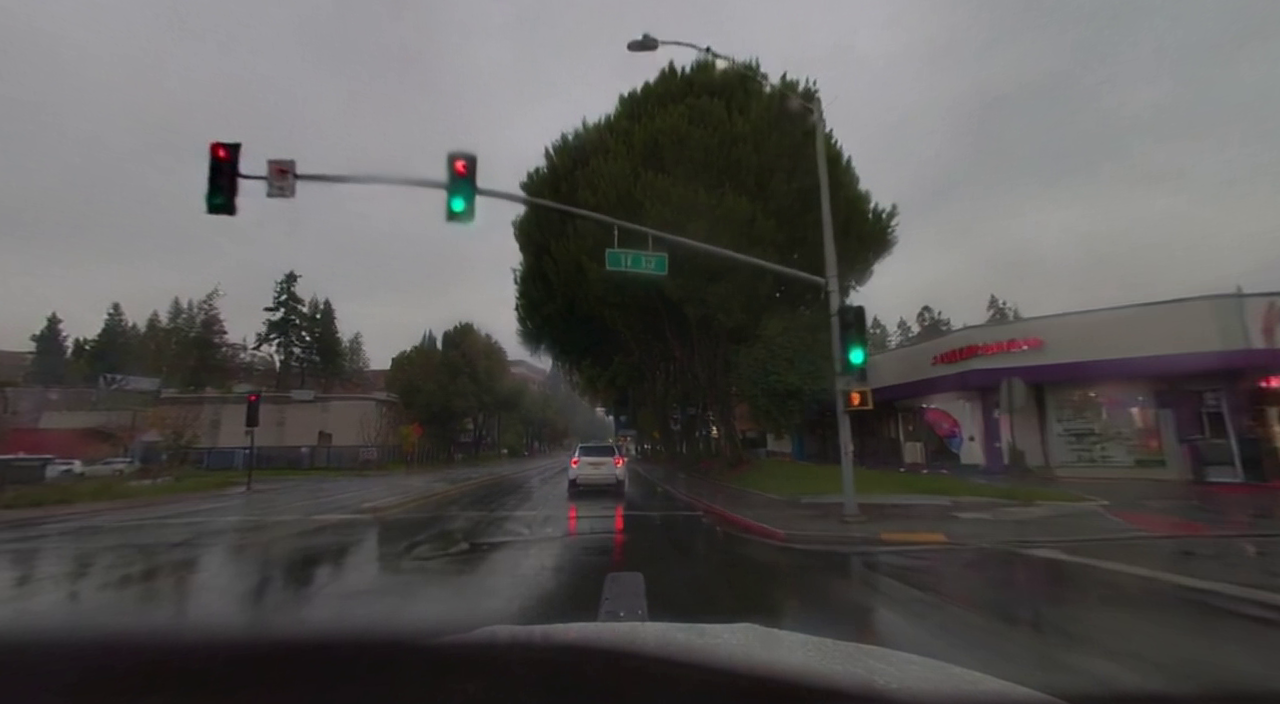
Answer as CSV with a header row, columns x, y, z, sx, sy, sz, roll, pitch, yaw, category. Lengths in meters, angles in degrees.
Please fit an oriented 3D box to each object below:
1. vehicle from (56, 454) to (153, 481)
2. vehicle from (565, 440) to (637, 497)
x,y,z,sx,sy,sz,roll,pitch,yaw,category
-35.284,7.604,41.727,4.369,1.669,2.018,1,-9,-5,vehicle
-1.305,3.943,21.602,2.227,1.733,3.930,1,-9,-3,vehicle
